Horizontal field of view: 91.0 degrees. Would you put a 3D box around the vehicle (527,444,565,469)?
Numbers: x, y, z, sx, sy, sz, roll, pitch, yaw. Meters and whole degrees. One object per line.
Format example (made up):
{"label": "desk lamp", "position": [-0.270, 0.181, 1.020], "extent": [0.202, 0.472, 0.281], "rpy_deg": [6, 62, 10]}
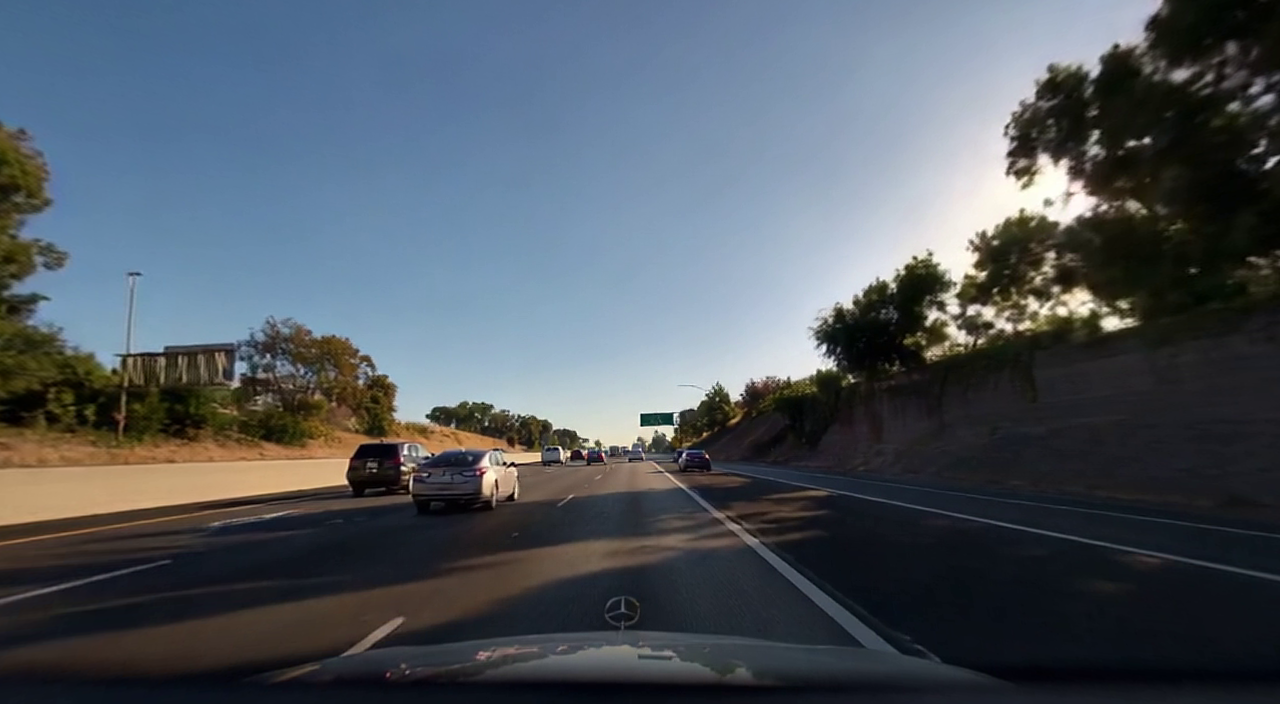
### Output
{"label": "vehicle", "position": [-6.937, 7.781, 46.992], "extent": [2.111, 1.811, 4.391], "rpy_deg": [0, -9, 1]}

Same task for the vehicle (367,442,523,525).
{"label": "vehicle", "position": [-3.997, 2.759, 13.823], "extent": [1.988, 1.506, 4.416], "rpy_deg": [0, -9, 0]}

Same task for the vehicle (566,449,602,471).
{"label": "vehicle", "position": [-3.823, 7.473, 43.708], "extent": [2.071, 1.478, 4.130], "rpy_deg": [0, -9, 0]}

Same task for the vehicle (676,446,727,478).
{"label": "vehicle", "position": [3.110, 5.685, 32.726], "extent": [2.141, 1.507, 4.510], "rpy_deg": [0, -9, 0]}
